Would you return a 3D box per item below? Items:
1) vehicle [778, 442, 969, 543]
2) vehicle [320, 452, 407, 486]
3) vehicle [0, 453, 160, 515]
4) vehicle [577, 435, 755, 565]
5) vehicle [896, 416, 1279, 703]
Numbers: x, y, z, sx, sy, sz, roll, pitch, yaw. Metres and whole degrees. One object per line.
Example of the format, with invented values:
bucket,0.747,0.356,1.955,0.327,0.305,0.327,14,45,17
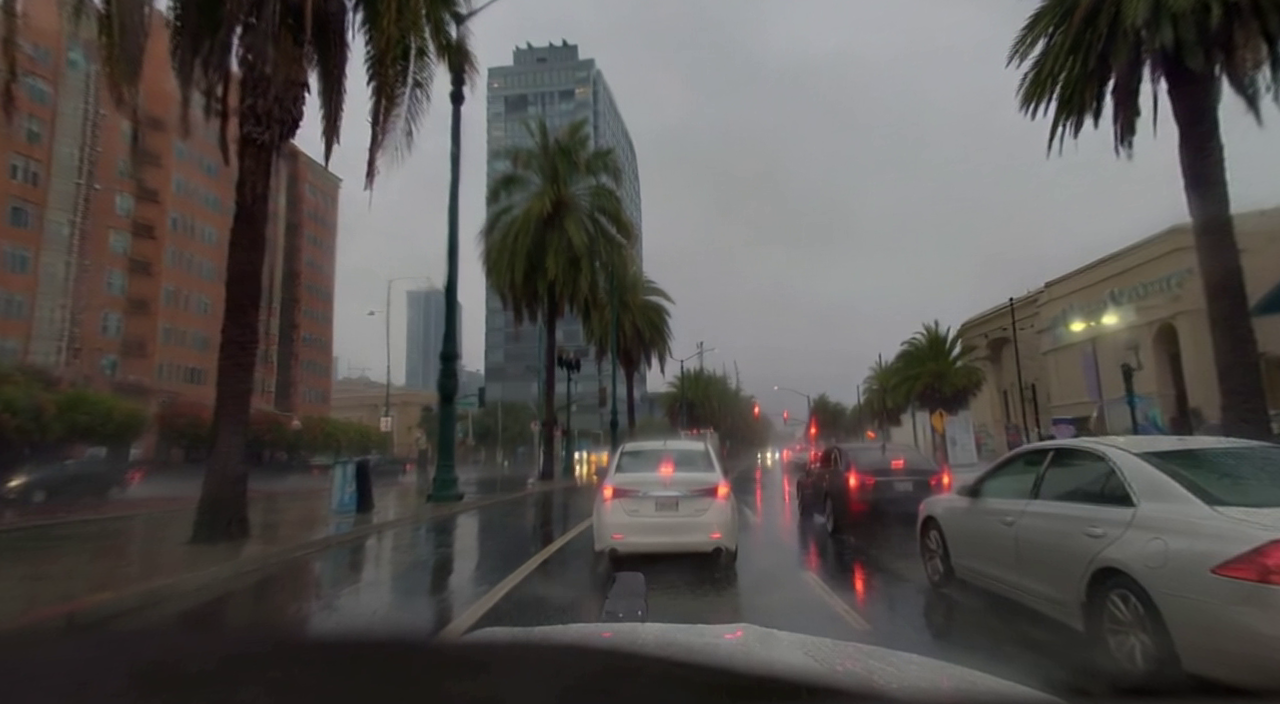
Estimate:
vehicle,3.968,2.434,11.663,1.920,1.490,4.417,0,-9,1
vehicle,-14.634,6.187,33.754,2.078,1.662,4.436,-2,-9,9
vehicle,-16.831,3.821,18.721,1.801,1.563,4.015,-1,-9,6
vehicle,0.367,2.020,9.314,2.078,1.503,3.681,-1,-9,2
vehicle,3.645,1.290,4.500,1.913,1.469,4.425,-1,-9,2
